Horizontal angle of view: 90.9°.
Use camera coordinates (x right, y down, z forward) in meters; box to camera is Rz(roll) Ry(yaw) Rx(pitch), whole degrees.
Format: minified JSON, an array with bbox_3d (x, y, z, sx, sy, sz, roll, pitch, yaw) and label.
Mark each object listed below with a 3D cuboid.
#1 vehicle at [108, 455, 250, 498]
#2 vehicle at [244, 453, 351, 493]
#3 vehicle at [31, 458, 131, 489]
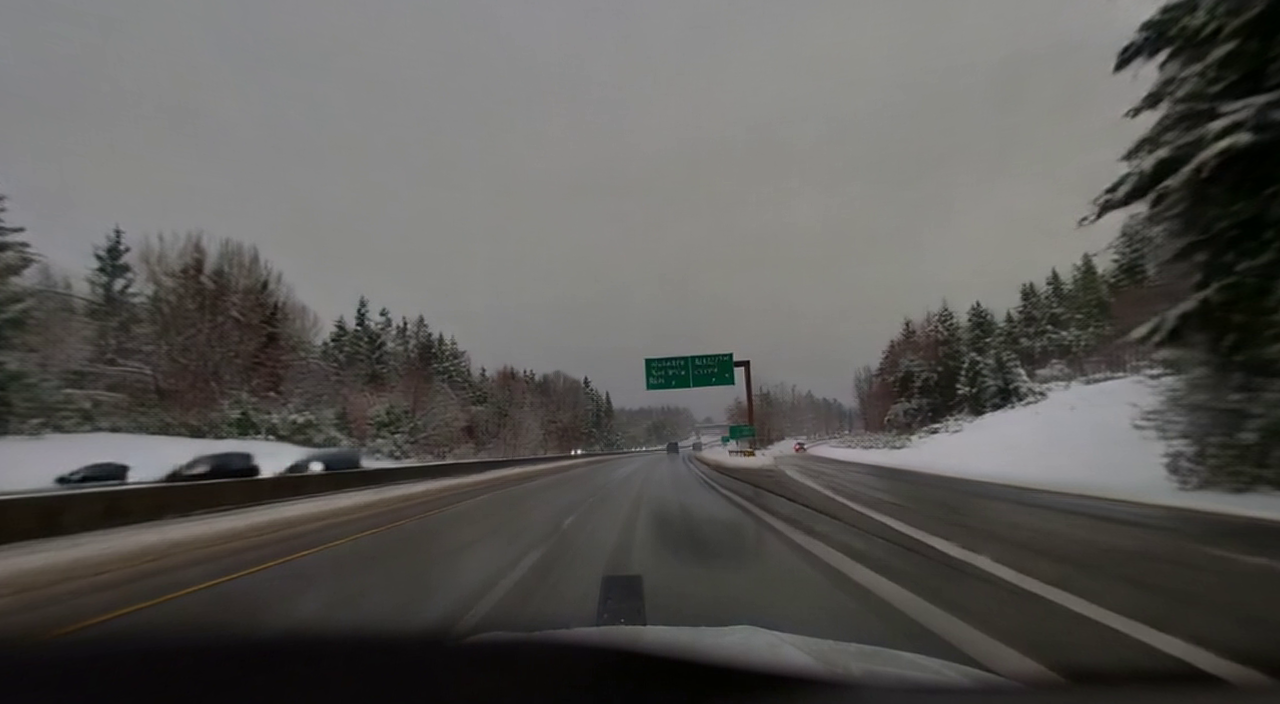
[{"bbox_3d":[-17.842,4.809,24.710,2.122,1.492,4.416,0,-9,1],"label":"vehicle"},{"bbox_3d":[-14.033,4.940,26.146,2.014,1.476,4.195,0,-9,1],"label":"vehicle"},{"bbox_3d":[-31.086,6.724,35.260,1.809,1.521,4.768,1,-9,-9],"label":"vehicle"}]
